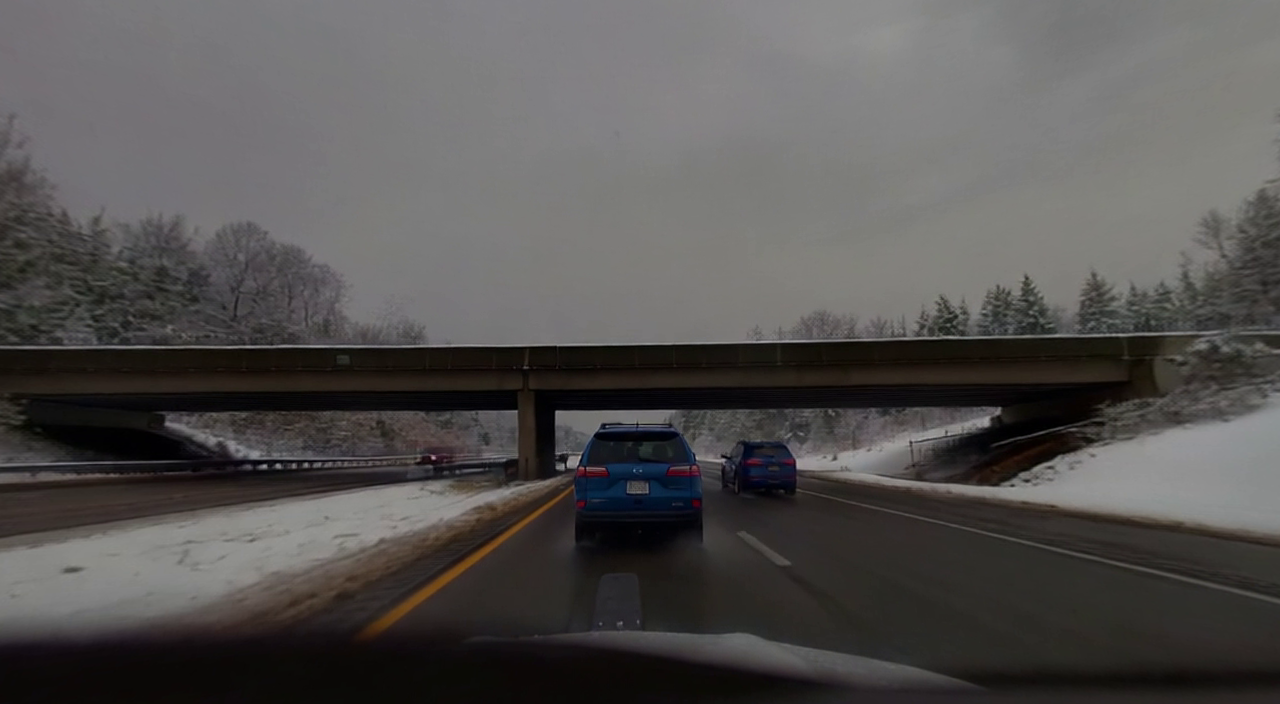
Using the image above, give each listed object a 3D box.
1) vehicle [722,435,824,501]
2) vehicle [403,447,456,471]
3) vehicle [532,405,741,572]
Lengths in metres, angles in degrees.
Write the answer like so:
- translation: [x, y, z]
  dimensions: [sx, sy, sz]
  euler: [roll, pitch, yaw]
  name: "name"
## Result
- translation: [3.897, 3.503, 19.367]
  dimensions: [2.043, 1.767, 4.620]
  euler: [0, -9, -1]
  name: "vehicle"
- translation: [-13.596, 6.917, 40.910]
  dimensions: [2.006, 1.459, 4.251]
  euler: [0, -9, 0]
  name: "vehicle"
- translation: [-0.041, 1.823, 9.055]
  dimensions: [2.288, 1.823, 4.059]
  euler: [0, -9, 0]
  name: "vehicle"
